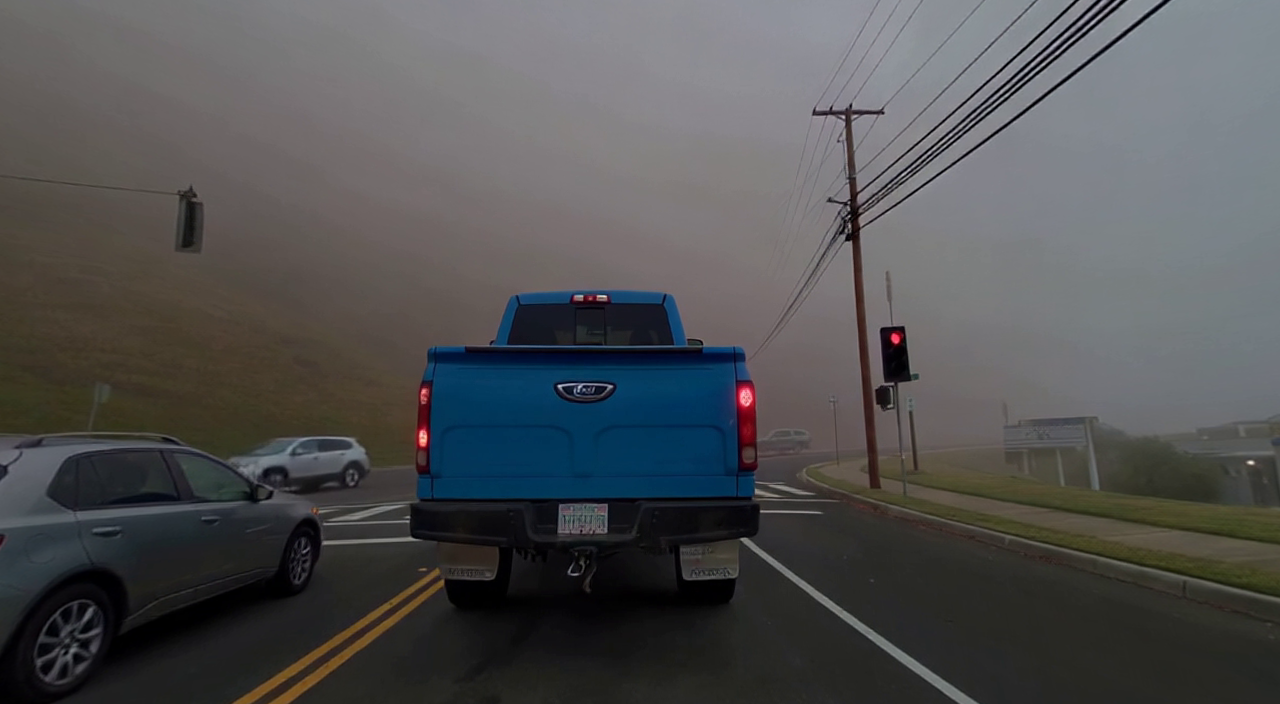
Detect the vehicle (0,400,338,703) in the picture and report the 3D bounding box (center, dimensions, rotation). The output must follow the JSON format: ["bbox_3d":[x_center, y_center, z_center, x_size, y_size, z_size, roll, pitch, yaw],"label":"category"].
[{"bbox_3d":[-3.958,1.193,3.989,2.017,1.555,4.150,-1,-9,0],"label":"vehicle"}]

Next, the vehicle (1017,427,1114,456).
[{"bbox_3d":[25.574,5.397,37.930,4.419,1.496,1.854,-2,-9,1],"label":"vehicle"}]

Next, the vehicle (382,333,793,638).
[{"bbox_3d":[-0.420,1.327,7.216,2.859,2.144,5.406,0,-9,-1],"label":"vehicle"}]
